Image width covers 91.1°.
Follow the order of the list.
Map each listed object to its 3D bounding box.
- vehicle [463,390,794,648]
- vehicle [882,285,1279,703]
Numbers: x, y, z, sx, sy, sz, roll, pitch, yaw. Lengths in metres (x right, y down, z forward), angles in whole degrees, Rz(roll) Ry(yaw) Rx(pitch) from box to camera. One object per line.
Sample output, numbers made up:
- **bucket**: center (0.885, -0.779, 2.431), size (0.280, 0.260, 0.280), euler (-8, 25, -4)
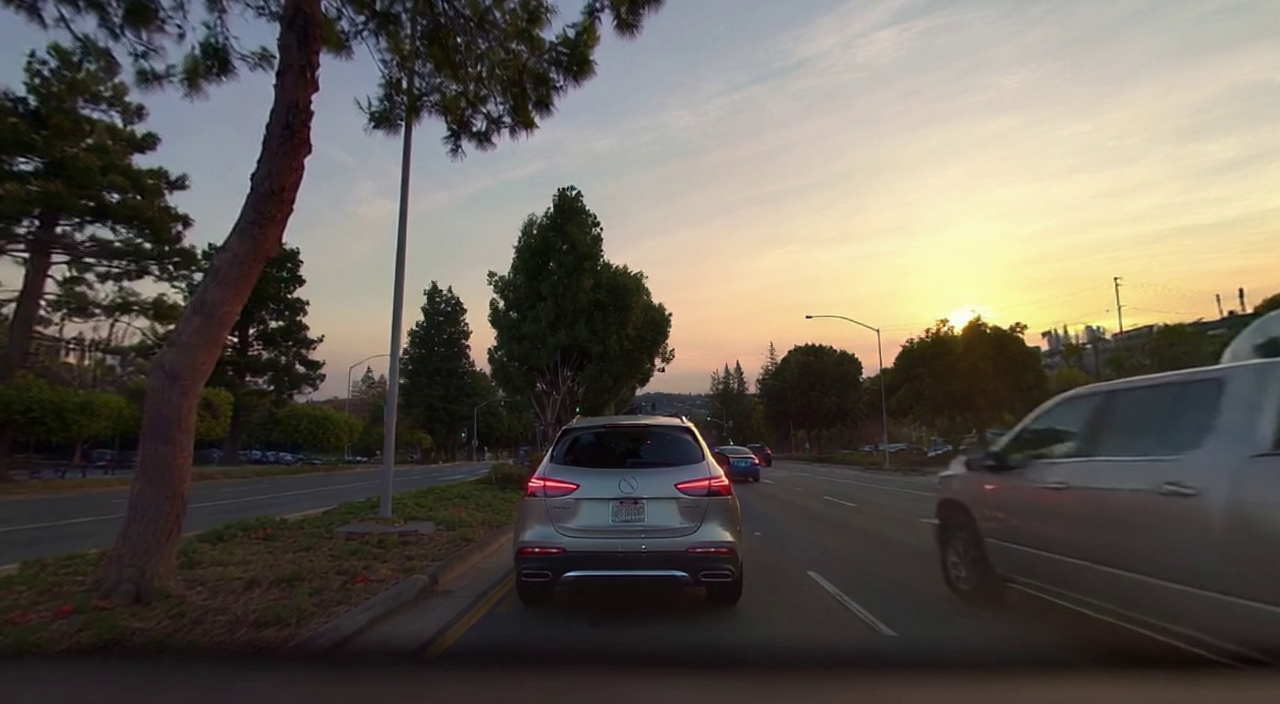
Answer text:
- **vehicle**: center (-0.085, 1.403, 6.243), size (2.172, 1.694, 4.055), euler (0, -8, 0)
- **vehicle**: center (3.917, 0.881, 3.758), size (2.440, 1.962, 6.363), euler (0, -8, 0)
